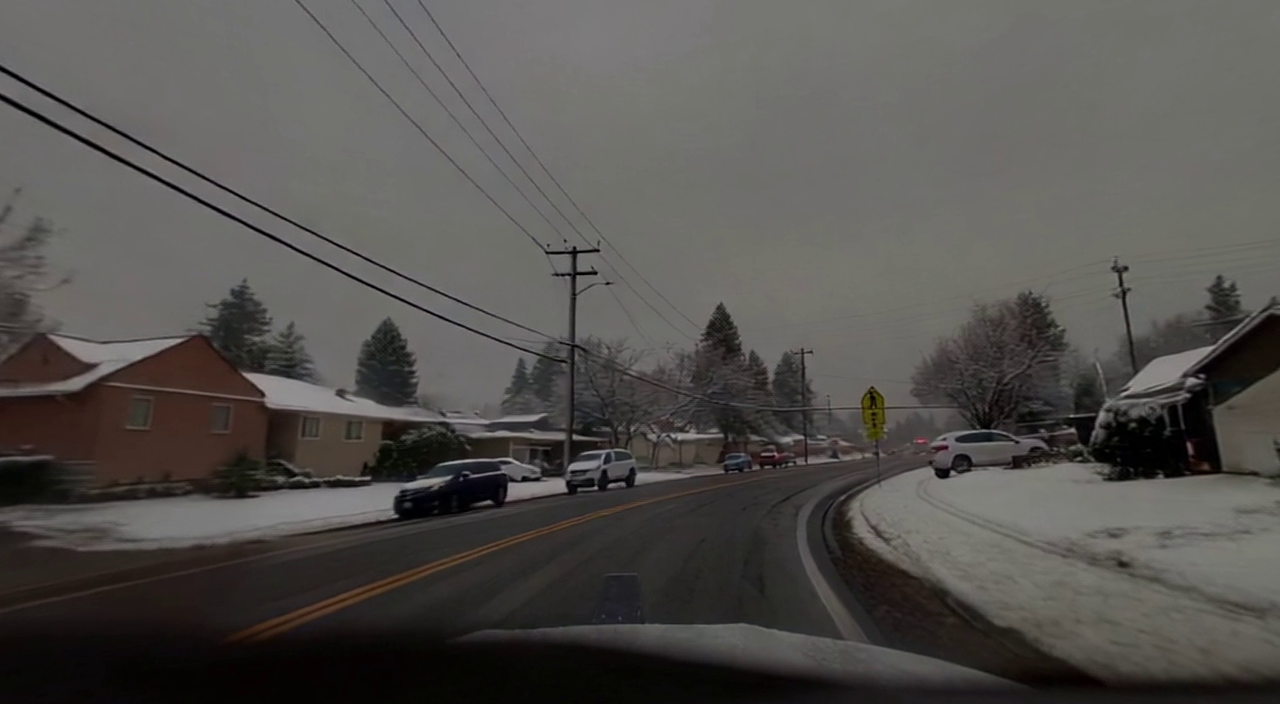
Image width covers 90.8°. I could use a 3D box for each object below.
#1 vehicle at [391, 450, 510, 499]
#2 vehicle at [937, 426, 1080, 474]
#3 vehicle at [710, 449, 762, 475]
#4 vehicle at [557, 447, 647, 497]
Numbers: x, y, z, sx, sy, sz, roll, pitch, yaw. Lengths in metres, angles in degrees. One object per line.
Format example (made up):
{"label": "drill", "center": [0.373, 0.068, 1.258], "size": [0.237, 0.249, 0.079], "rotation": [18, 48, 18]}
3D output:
{"label": "vehicle", "center": [-7.845, 4.937, 25.975], "size": [4.758, 1.802, 2.155], "rotation": [-6, -11, 35]}
{"label": "vehicle", "center": [13.529, 3.634, 23.544], "size": [4.339, 1.668, 1.812], "rotation": [-4, -9, 24]}
{"label": "vehicle", "center": [6.124, 7.028, 40.135], "size": [1.971, 1.539, 4.110], "rotation": [-6, -13, 27]}
{"label": "vehicle", "center": [-1.468, 5.006, 26.065], "size": [2.056, 1.726, 4.463], "rotation": [-8, -14, 19]}
